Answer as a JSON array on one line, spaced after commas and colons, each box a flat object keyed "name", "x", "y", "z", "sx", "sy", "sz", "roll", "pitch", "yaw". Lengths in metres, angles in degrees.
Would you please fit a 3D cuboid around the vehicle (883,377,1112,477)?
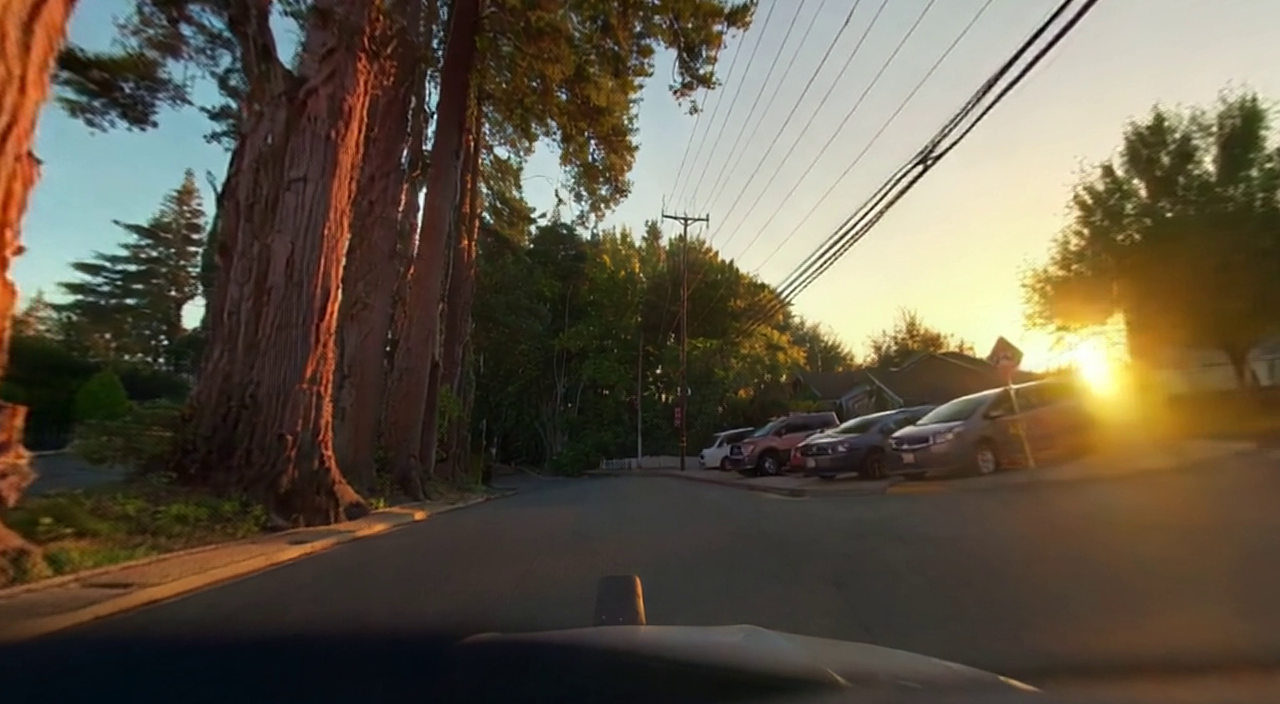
[{"name": "vehicle", "x": 8.127, "y": 1.750, "z": 14.366, "sx": 4.780, "sy": 1.984, "sz": 1.896, "roll": 4, "pitch": -9, "yaw": -23}]
